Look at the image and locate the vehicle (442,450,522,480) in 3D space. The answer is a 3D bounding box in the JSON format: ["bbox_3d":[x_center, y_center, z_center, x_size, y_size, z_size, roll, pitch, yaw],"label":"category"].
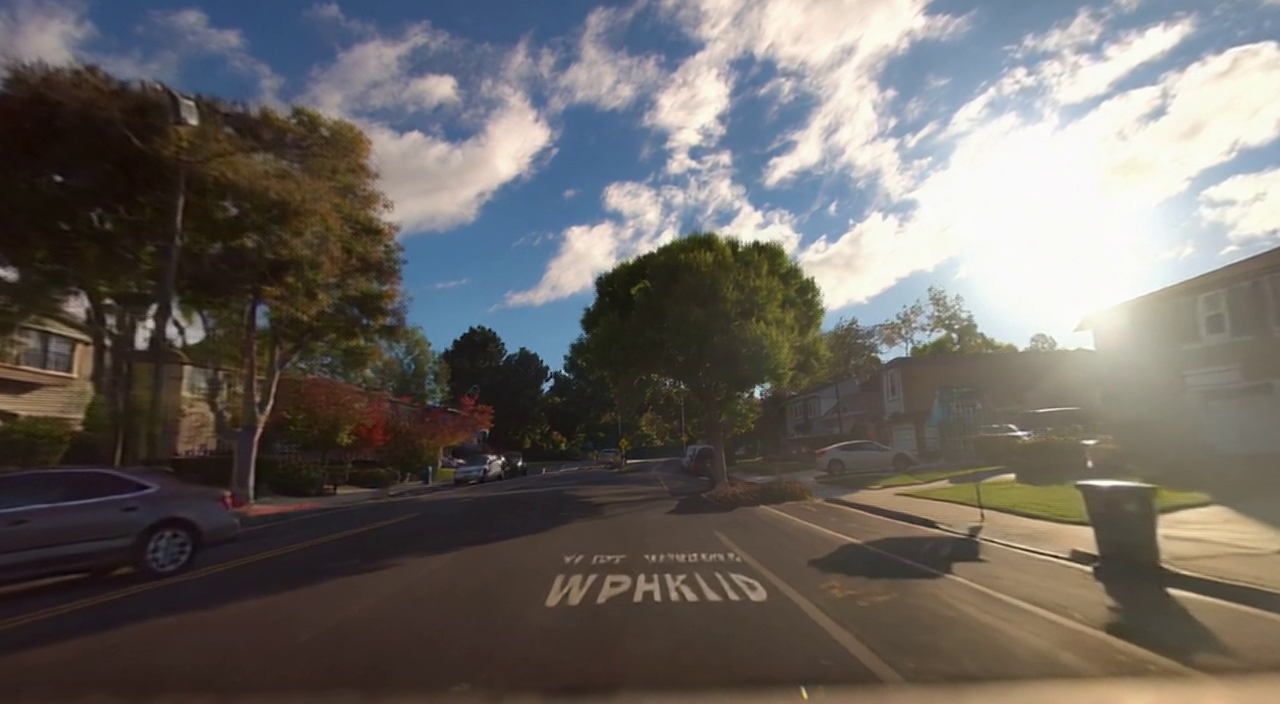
[{"bbox_3d":[-10.207,7.304,41.012,4.620,1.695,2.004,5,-12,-39],"label":"vehicle"}]

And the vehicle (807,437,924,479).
[{"bbox_3d":[10.542,4.998,29.850,4.733,1.843,2.005,0,-9,1],"label":"vehicle"}]

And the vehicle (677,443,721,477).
[{"bbox_3d":[3.534,6.573,38.723,2.051,1.925,4.625,0,-9,-2],"label":"vehicle"}]

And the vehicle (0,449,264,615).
[{"bbox_3d":[-6.881,1.837,6.758,4.750,1.559,1.928,5,-10,-32],"label":"vehicle"}]
